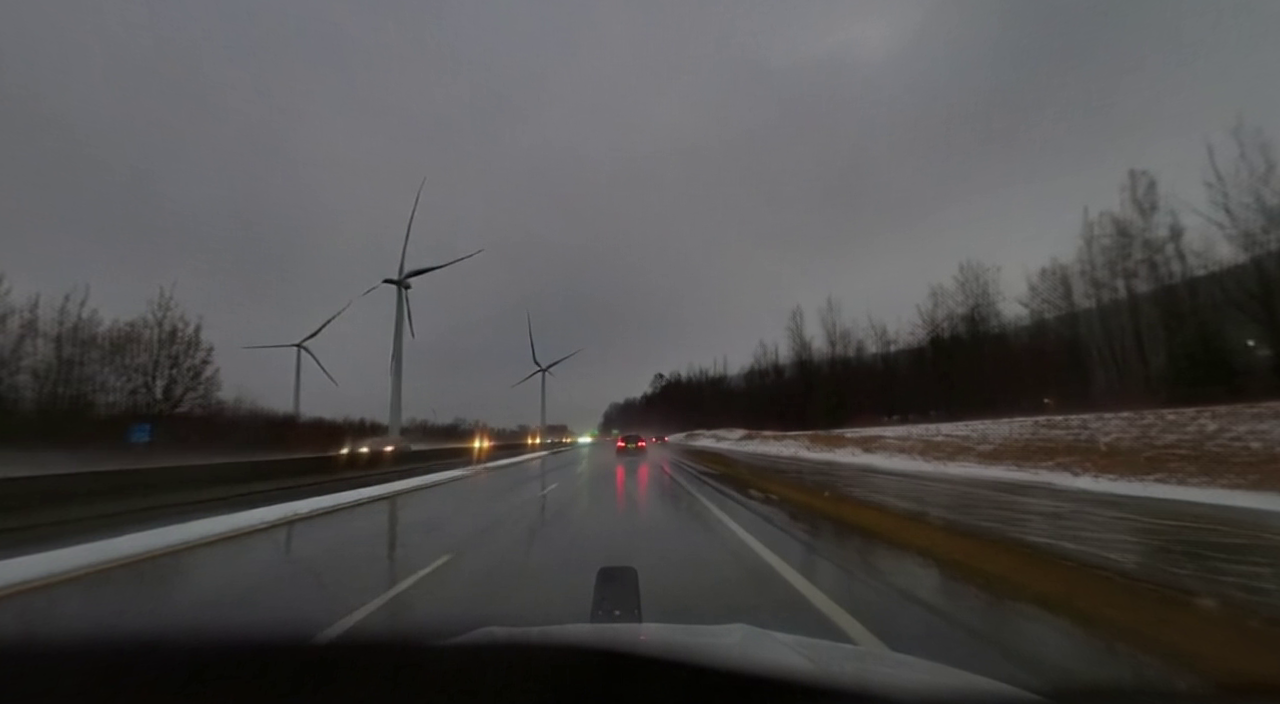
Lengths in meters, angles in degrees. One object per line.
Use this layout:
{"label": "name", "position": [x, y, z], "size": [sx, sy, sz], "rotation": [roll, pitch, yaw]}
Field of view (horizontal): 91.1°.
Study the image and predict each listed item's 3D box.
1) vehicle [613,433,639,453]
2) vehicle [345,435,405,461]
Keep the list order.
{"label": "vehicle", "position": [-1.082, 7.054, 48.805], "size": [1.892, 1.496, 3.575], "rotation": [0, -8, -2]}
{"label": "vehicle", "position": [-16.810, 6.075, 40.113], "size": [1.900, 1.576, 4.554], "rotation": [0, -8, -1]}
